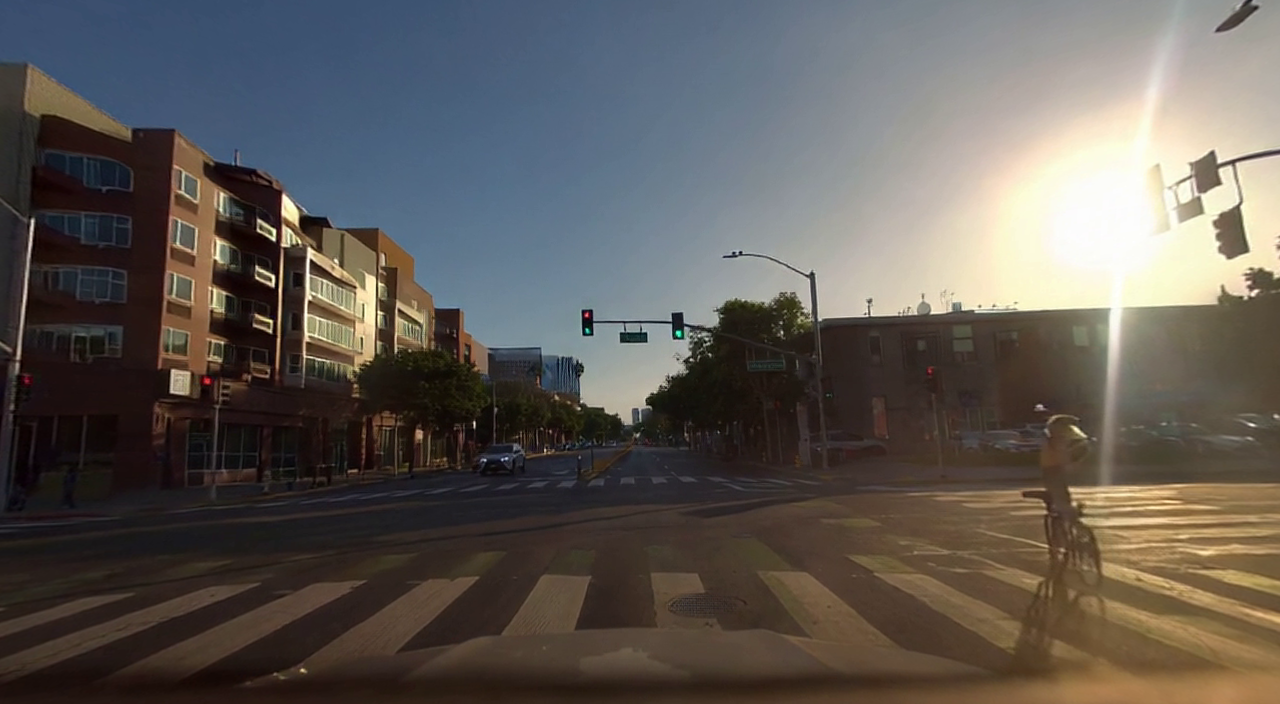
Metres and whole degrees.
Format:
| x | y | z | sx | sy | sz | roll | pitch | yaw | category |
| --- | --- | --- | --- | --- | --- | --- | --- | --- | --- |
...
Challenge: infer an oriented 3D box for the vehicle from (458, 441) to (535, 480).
| x | y | z | sx | sy | sz | roll | pitch | yaw | category |
| --- | --- | --- | --- | --- | --- | --- | --- | --- | --- |
| -5.892 | 4.498 | 26.487 | 2.127 | 1.473 | 4.428 | 0 | -8 | 1 | vehicle |
